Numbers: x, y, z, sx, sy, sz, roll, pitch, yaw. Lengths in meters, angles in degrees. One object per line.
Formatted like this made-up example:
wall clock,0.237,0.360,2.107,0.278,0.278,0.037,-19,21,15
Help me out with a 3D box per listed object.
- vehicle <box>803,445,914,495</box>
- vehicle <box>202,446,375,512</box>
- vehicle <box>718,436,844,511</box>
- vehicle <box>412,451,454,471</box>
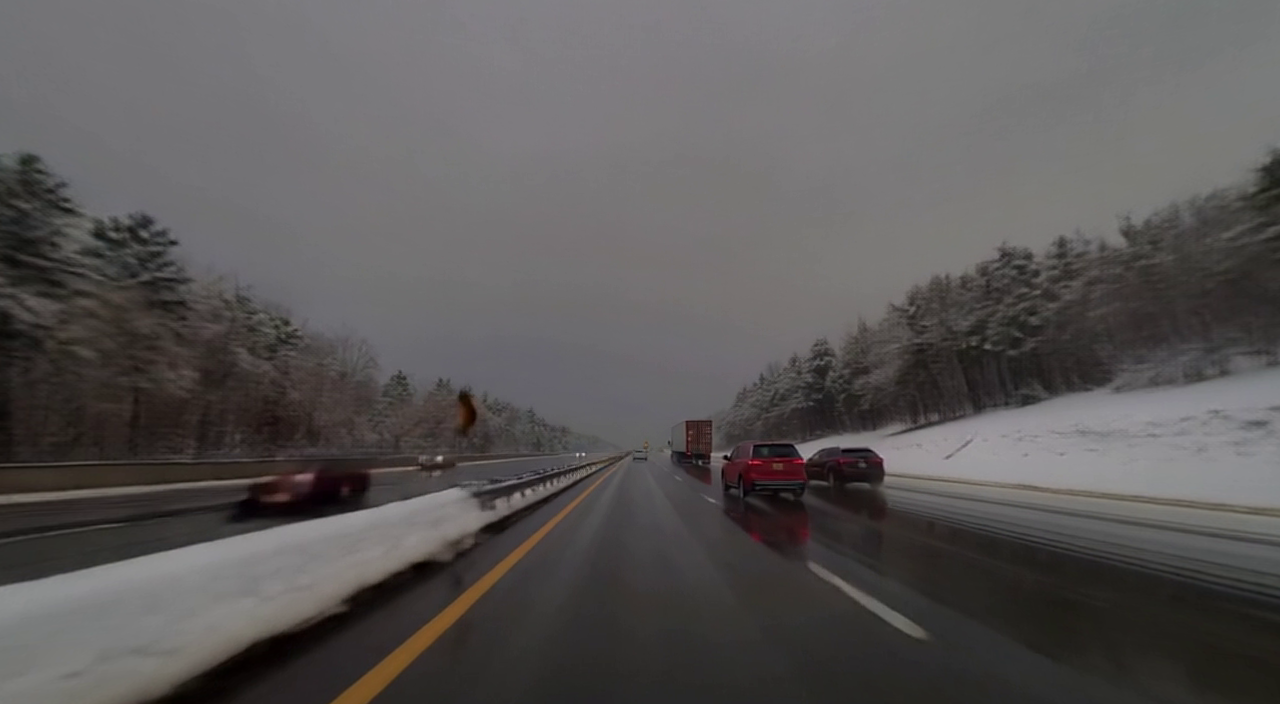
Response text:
vehicle,7.162,3.907,21.283,2.024,1.471,4.618,0,-9,-1
vehicle,-8.917,3.228,16.588,1.930,1.468,4.495,0,-9,0
vehicle,3.452,3.090,16.481,2.130,1.658,4.537,0,-9,-2
vehicle,-15.594,8.217,47.721,1.856,1.488,4.033,0,-9,-1
